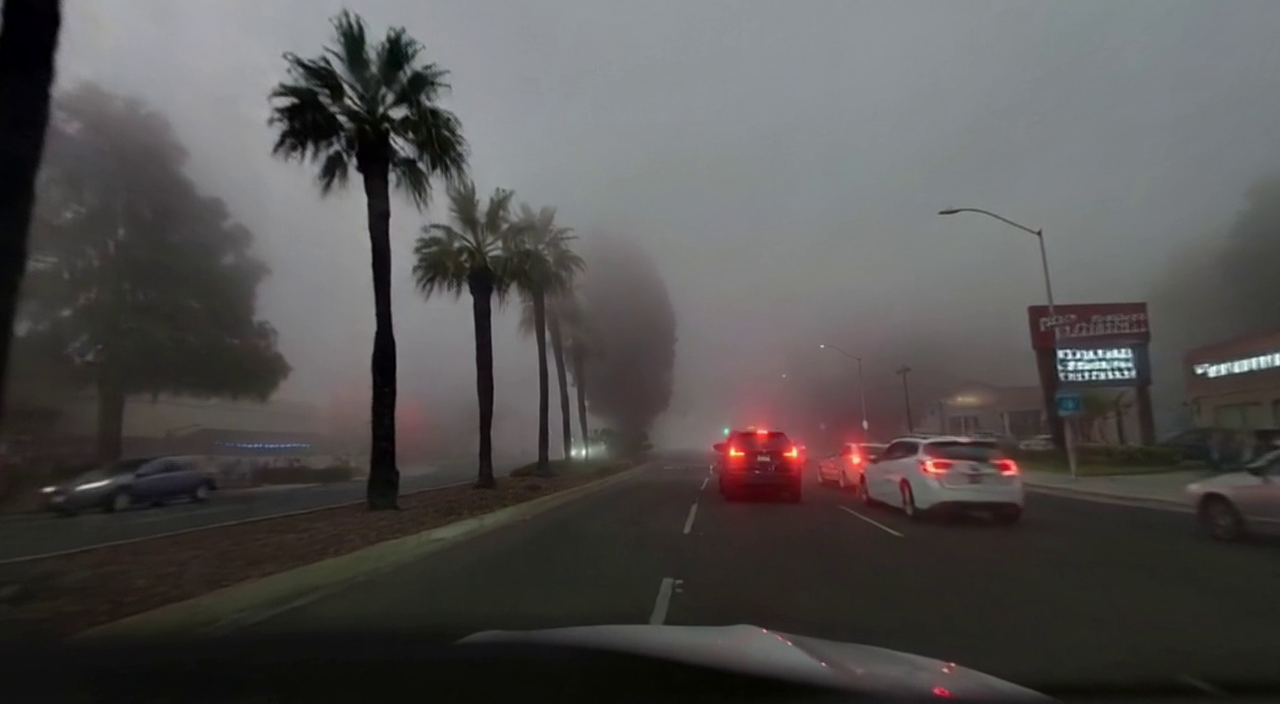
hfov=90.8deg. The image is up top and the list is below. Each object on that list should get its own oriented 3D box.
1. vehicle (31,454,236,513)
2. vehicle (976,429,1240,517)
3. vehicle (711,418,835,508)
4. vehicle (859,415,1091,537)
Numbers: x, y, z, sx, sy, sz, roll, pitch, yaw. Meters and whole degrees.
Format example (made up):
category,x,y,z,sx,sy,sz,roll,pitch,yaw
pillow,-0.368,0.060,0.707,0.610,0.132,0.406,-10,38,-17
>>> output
category,x,y,z,sx,sy,sz,roll,pitch,yaw
vehicle,-14.526,3.752,18.564,1.857,1.446,4.615,-1,-9,7
vehicle,11.336,2.949,15.978,2.348,1.822,5.043,2,-9,-9
vehicle,3.004,2.652,15.520,2.428,1.816,4.959,-1,-9,6
vehicle,5.745,2.173,11.685,2.187,1.777,4.444,-1,-9,6
